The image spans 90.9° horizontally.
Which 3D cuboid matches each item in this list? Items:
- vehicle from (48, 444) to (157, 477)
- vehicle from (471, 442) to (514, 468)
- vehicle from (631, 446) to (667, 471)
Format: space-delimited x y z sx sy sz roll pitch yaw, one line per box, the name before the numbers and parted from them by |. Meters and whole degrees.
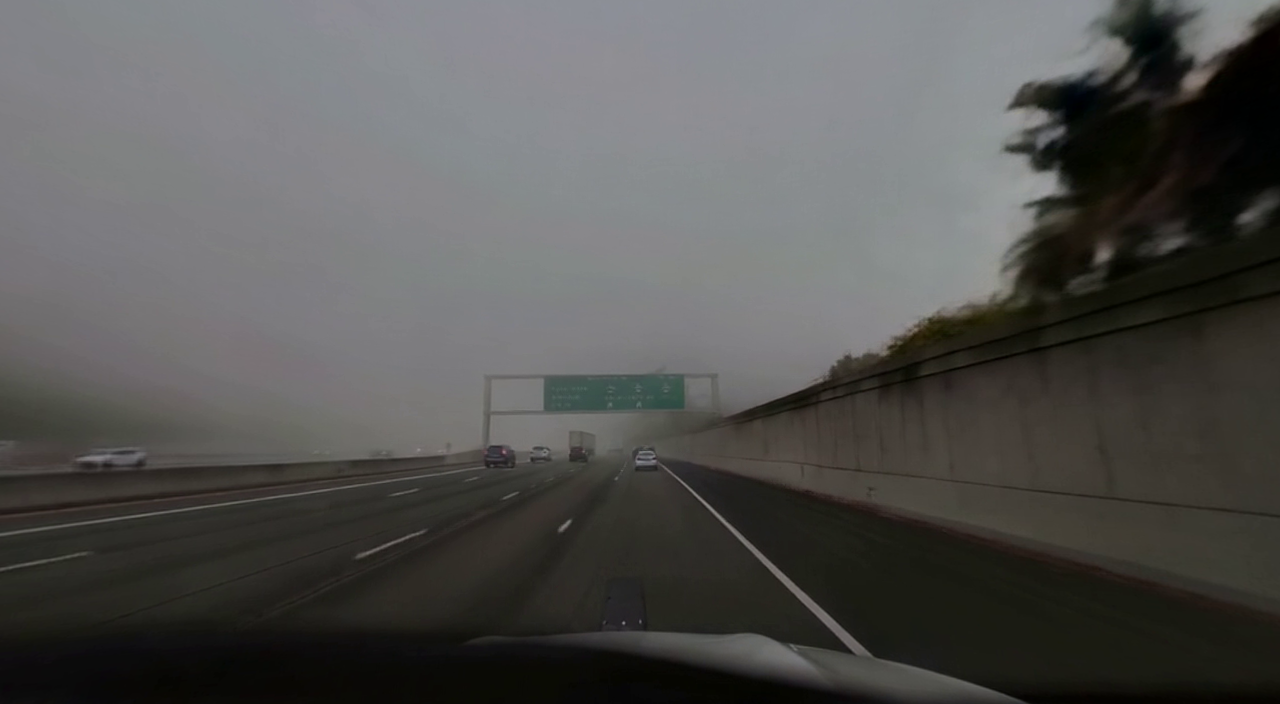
vehicle | -34.149 6.876 40.351 2.186 1.879 5.891 1 -8 -6
vehicle | -9.851 6.901 42.421 1.954 1.605 4.023 0 -8 -1
vehicle | 0.563 6.577 39.256 2.137 1.461 3.999 0 -8 0
